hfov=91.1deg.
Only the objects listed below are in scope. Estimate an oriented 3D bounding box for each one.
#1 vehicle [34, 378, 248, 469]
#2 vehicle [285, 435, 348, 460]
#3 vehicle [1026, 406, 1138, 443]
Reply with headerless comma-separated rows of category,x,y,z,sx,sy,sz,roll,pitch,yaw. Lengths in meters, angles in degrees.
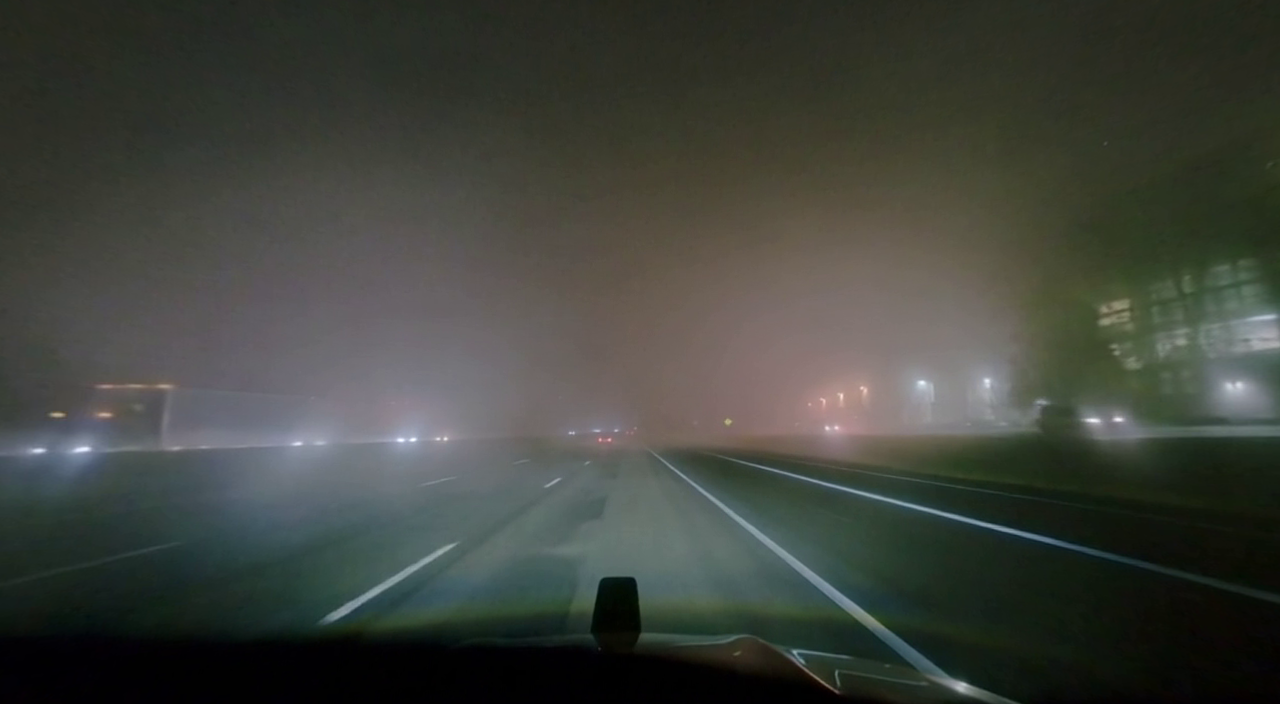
vehicle,-24.960,3.790,32.543,2.966,3.982,9.947,0,-8,-1
vehicle,-20.214,5.975,39.515,1.813,1.493,4.013,0,-8,0
vehicle,19.000,3.199,27.312,1.718,1.467,4.407,-1,-8,1
